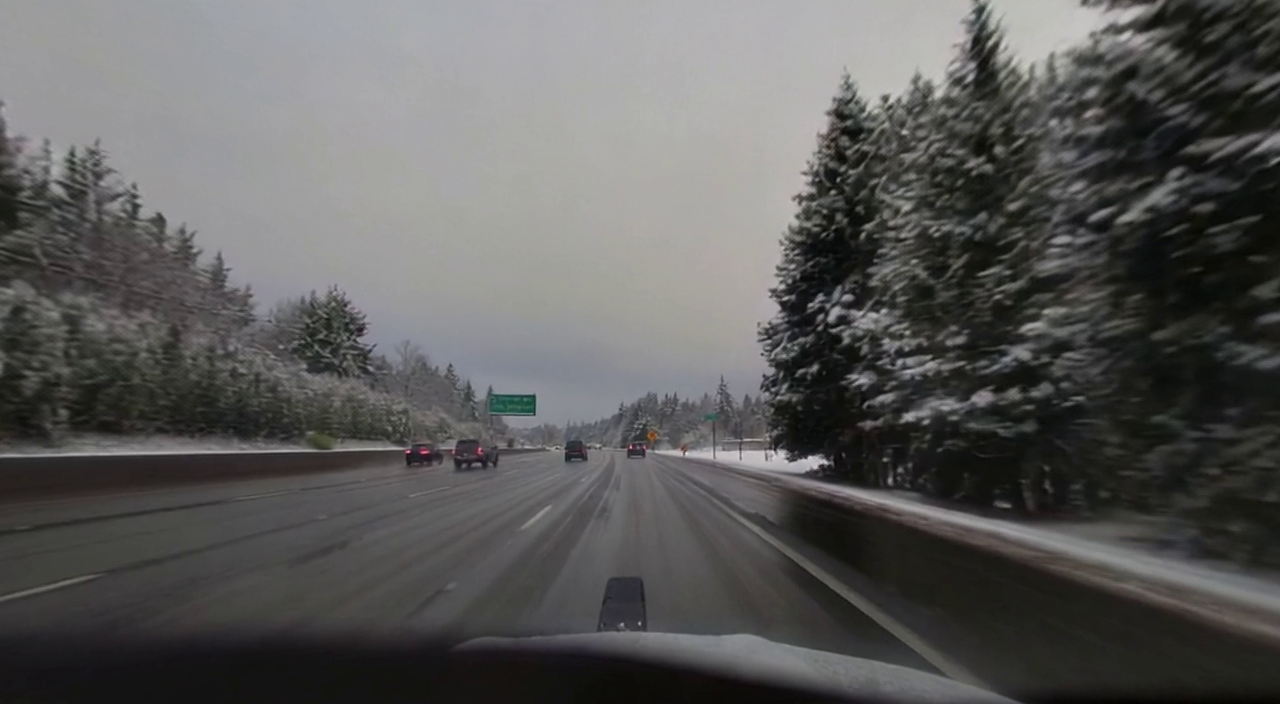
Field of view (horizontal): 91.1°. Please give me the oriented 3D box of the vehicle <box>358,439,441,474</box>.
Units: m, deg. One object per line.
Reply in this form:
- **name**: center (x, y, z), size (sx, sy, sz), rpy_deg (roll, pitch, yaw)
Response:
- **vehicle**: center (-11.487, 5.003, 30.415), size (2.100, 1.537, 5.092), rpy_deg (1, -8, -1)

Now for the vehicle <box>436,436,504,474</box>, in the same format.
- **vehicle**: center (-7.939, 4.849, 29.772), size (2.015, 1.651, 4.432), rpy_deg (1, -8, -1)

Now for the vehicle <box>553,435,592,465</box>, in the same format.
- **vehicle**: center (-4.363, 6.456, 41.359), size (2.138, 1.833, 4.622), rpy_deg (1, -8, -1)
